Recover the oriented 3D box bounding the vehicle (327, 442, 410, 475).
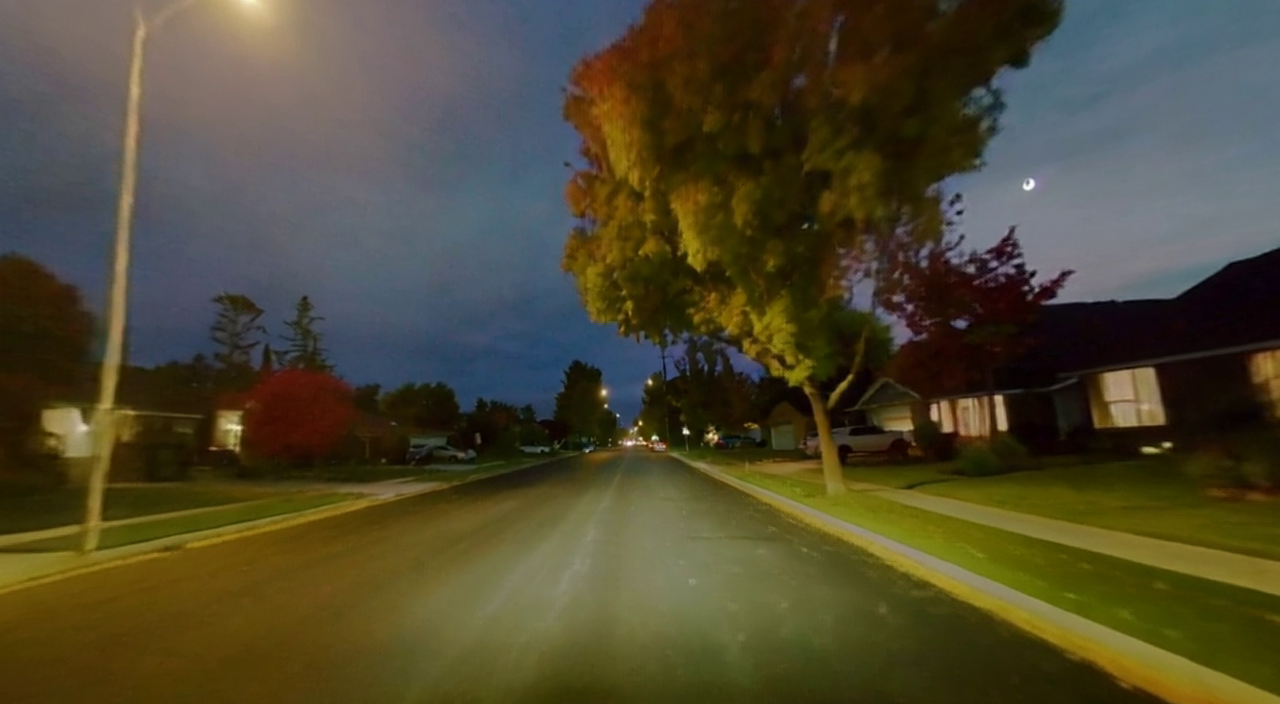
[{"bbox_3d":[-14.138,5.552,33.192,1.982,1.596,3.988,-2,-8,12],"label":"vehicle"}]

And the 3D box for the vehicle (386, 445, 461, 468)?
[{"bbox_3d":[-14.483,7.023,42.432,4.285,1.483,1.954,0,-9,0],"label":"vehicle"}]

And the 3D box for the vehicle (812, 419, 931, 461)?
[{"bbox_3d":[10.480,4.044,28.962,4.582,1.680,2.223,-2,-8,4],"label":"vehicle"}]
